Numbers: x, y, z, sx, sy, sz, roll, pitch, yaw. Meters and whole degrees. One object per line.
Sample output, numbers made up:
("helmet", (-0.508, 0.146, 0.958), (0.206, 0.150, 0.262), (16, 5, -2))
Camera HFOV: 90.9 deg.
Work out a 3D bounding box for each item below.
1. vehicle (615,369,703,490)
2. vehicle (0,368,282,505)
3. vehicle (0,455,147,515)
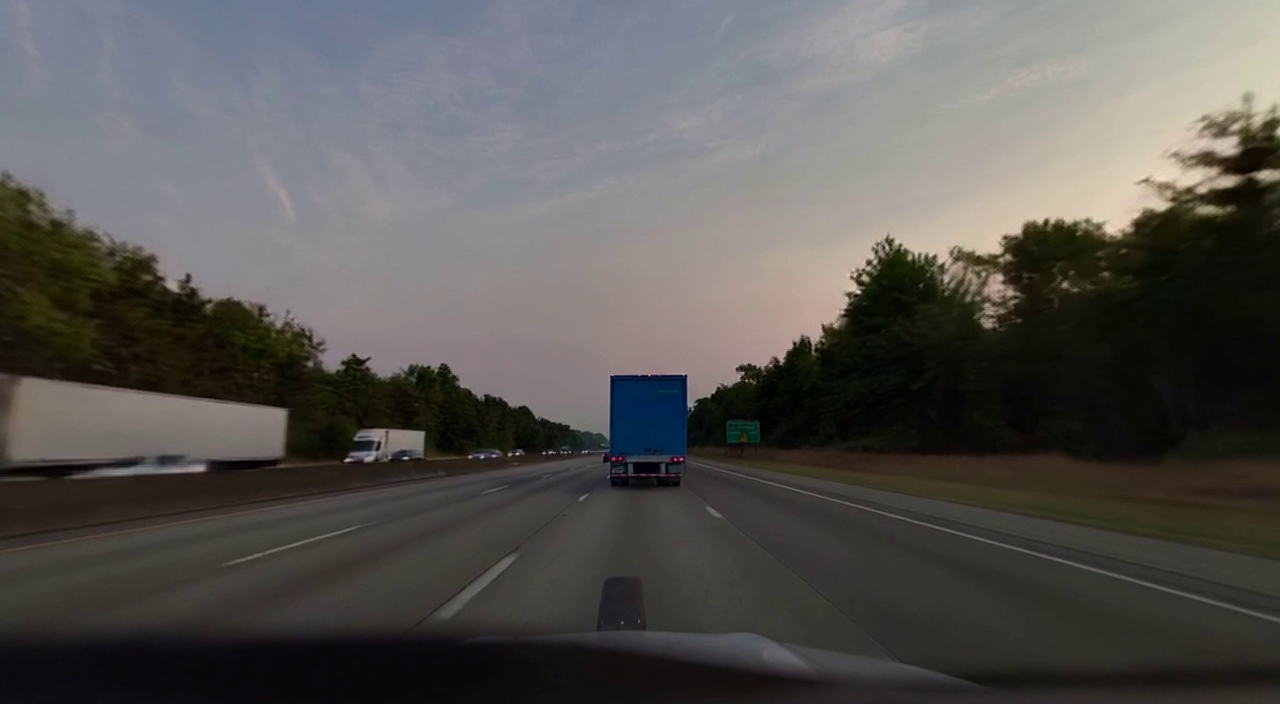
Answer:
("vehicle", (0.583, 3.313, 25.860), (2.898, 3.973, 10.063), (0, -9, 0))
("vehicle", (-20.000, 3.509, 24.974), (3.193, 3.890, 14.599), (0, -9, 0))
("vehicle", (-15.828, 3.535, 17.181), (1.774, 1.419, 3.615), (0, -9, 1))
